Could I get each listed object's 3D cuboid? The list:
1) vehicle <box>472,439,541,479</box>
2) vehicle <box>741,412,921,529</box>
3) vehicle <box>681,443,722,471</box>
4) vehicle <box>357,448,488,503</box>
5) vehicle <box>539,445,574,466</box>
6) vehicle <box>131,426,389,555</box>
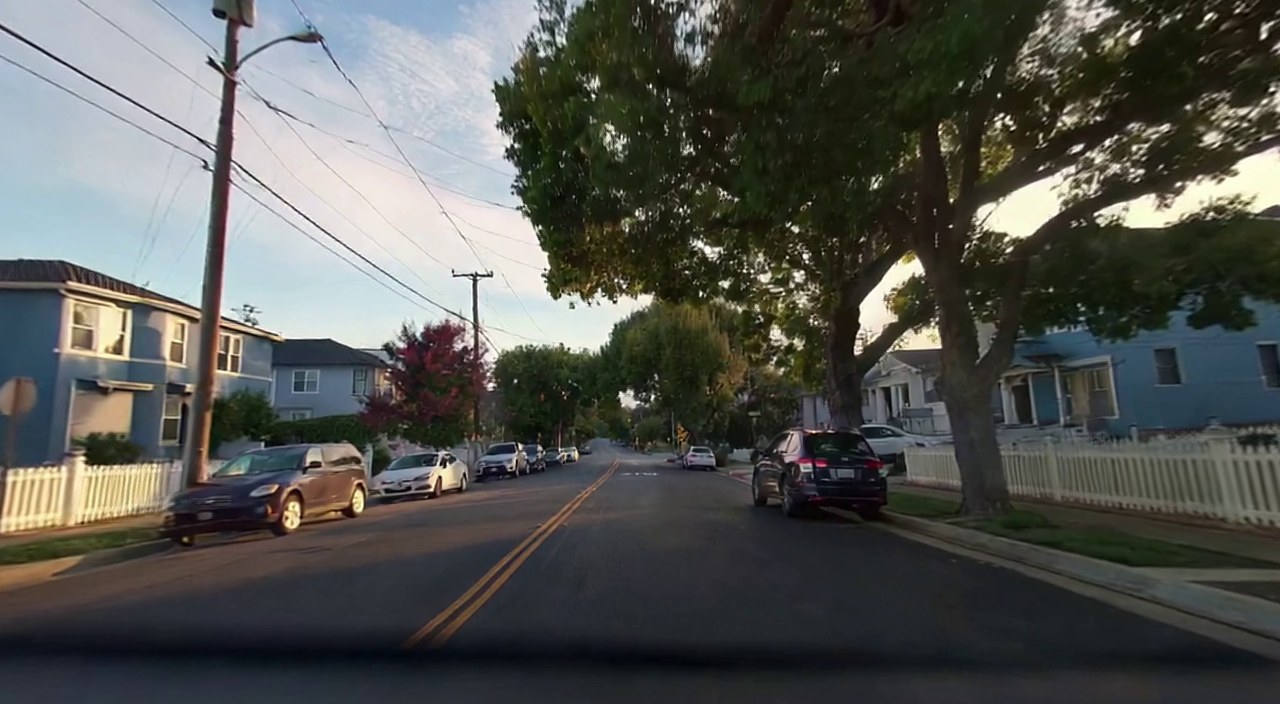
[{"bbox_3d":[-6.406,5.218,31.043,2.136,1.757,5.365,0,-9,1],"label":"vehicle"},{"bbox_3d":[3.502,2.284,12.619,2.114,1.909,4.266,0,-9,-2],"label":"vehicle"},{"bbox_3d":[3.598,6.311,38.057,1.963,1.536,5.446,0,-9,0],"label":"vehicle"},{"bbox_3d":[-6.460,3.697,19.392,2.211,1.469,4.380,-1,-9,4],"label":"vehicle"},{"bbox_3d":[-6.433,8.022,49.054,2.056,1.481,4.451,0,-9,1],"label":"vehicle"},{"bbox_3d":[-6.525,2.389,11.644,2.194,1.798,4.402,-2,-8,-3],"label":"vehicle"}]
